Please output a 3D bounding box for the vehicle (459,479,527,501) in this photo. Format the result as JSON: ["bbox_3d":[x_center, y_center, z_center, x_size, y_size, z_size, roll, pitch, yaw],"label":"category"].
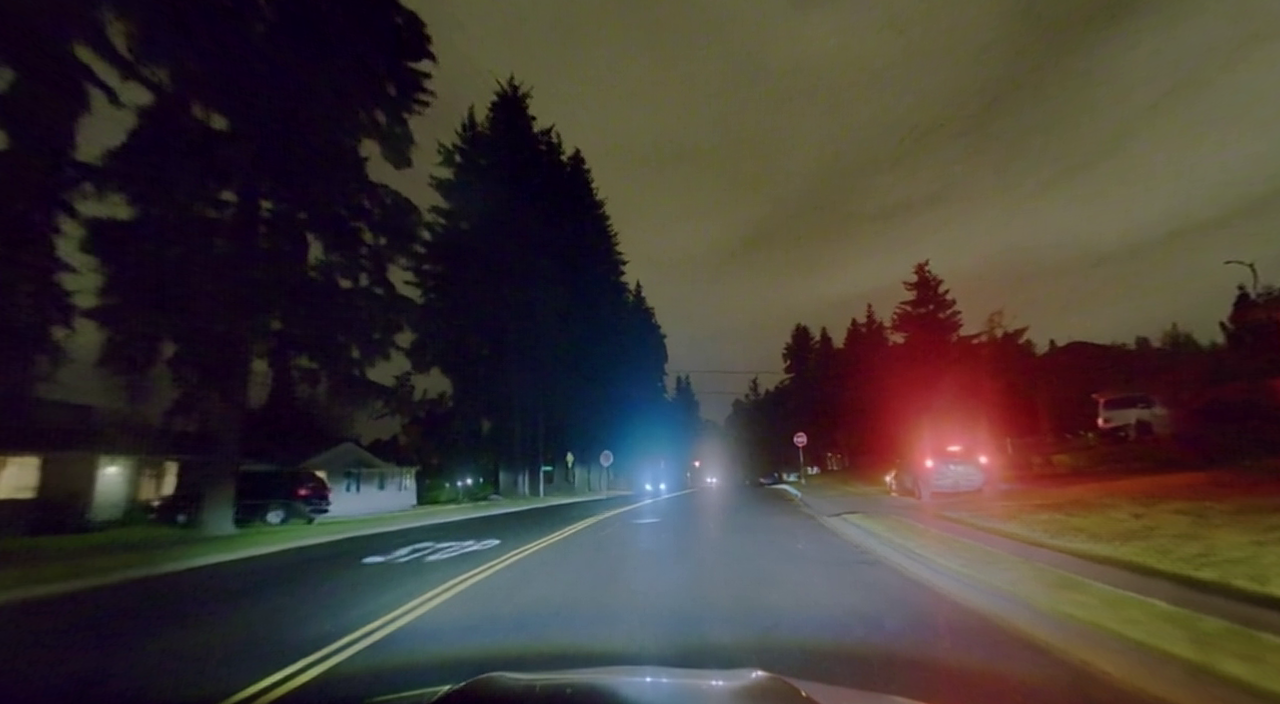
[{"bbox_3d":[-10.362,9.783,44.814,4.320,1.443,1.867,-1,-9,3],"label":"vehicle"}]

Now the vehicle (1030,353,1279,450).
[{"bbox_3d":[12.876,1.221,15.962,4.539,2.010,2.163,-3,-3,-1],"label":"vehicle"}]

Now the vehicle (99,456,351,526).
[{"bbox_3d":[-11.868,4.111,18.485,5.643,1.759,2.110,1,-20,-3],"label":"vehicle"}]

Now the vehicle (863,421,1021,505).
[{"bbox_3d":[7.752,2.918,16.881,2.163,1.885,4.804,-1,-9,5],"label":"vehicle"}]
